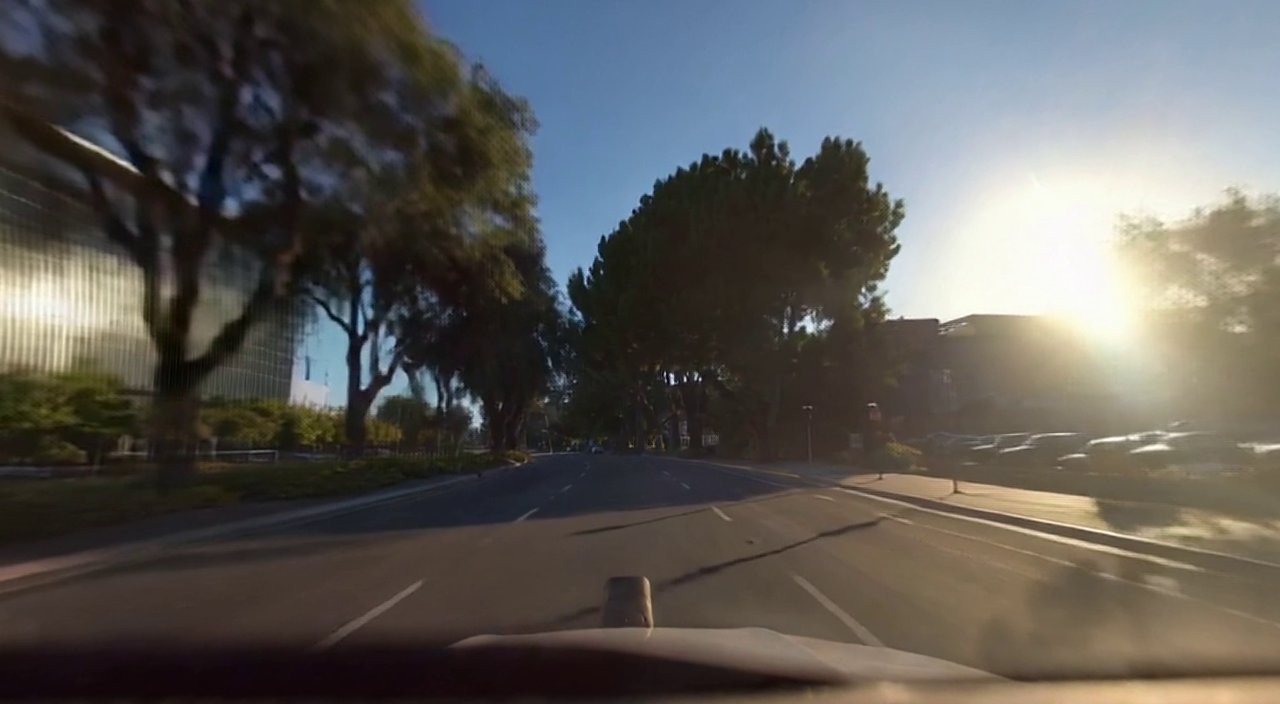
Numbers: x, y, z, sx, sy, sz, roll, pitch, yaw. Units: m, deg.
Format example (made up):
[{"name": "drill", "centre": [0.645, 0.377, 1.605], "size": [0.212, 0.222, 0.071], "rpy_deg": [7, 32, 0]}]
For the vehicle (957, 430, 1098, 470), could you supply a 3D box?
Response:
[{"name": "vehicle", "centre": [15.816, 4.009, 25.859], "size": [4.526, 1.517, 1.979], "rpy_deg": [1, -9, -4]}]

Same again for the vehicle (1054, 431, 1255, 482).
[{"name": "vehicle", "centre": [15.396, 3.129, 19.096], "size": [4.120, 1.357, 2.170], "rpy_deg": [-2, -7, 2]}]
